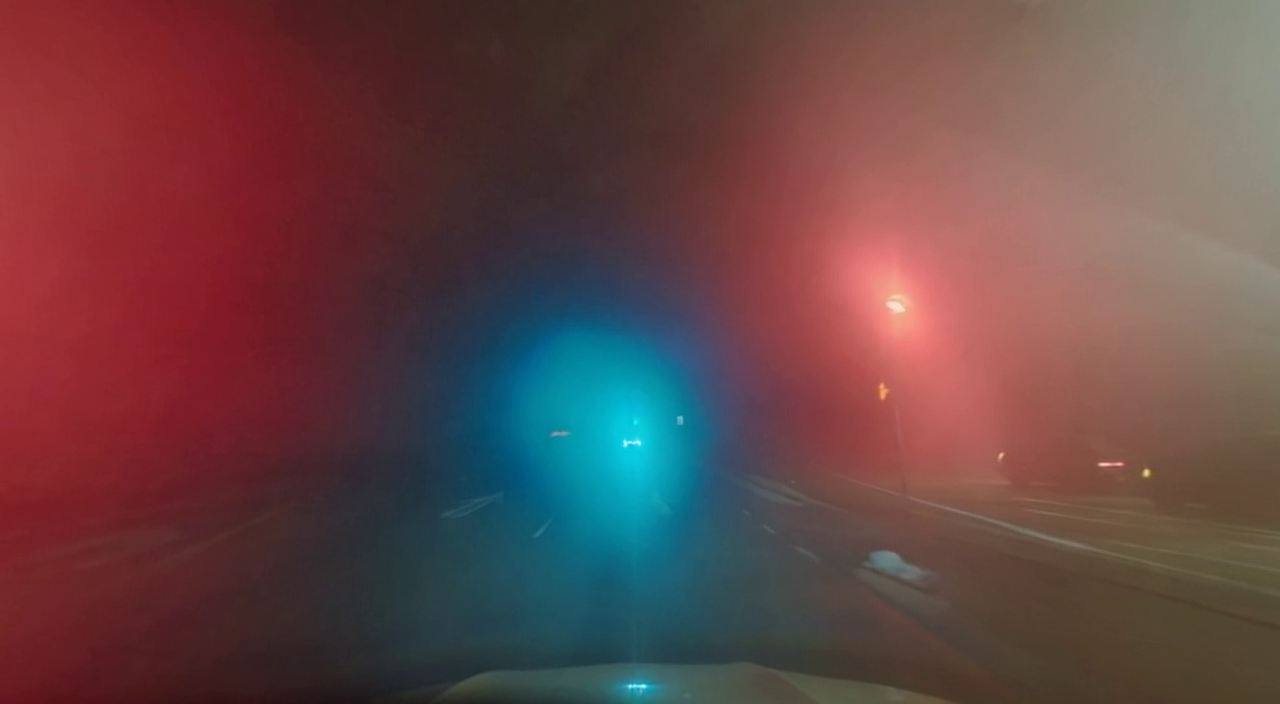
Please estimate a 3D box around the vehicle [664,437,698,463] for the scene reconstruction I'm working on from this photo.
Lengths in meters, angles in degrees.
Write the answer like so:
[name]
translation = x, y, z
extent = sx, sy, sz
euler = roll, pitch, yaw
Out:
[vehicle]
translation = 2.515, 5.974, 38.490
extent = 1.947, 1.475, 3.962
euler = -1, -8, 5
